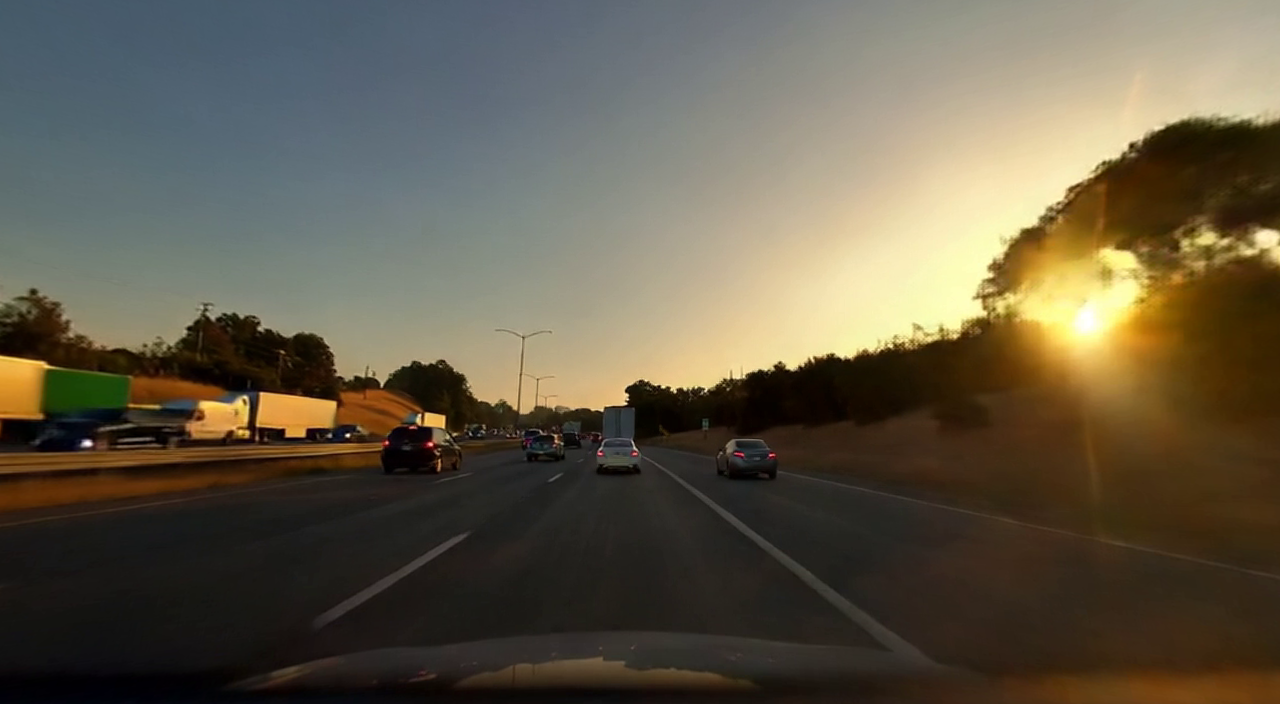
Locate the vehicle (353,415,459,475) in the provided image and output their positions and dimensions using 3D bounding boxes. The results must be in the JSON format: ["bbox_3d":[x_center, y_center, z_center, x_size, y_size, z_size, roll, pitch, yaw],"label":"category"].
[{"bbox_3d":[-8.413,3.395,23.180,2.158,1.943,4.662,0,-8,-1],"label":"vehicle"}]

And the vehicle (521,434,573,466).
[{"bbox_3d":[-4.608,4.905,31.822,2.046,1.493,4.384,0,-8,-1],"label":"vehicle"}]

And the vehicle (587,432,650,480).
[{"bbox_3d":[-0.723,3.521,21.573,1.980,1.478,3.758,0,-8,-2],"label":"vehicle"}]

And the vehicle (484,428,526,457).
[{"bbox_3d":[-9.105,6.147,42.775,1.992,1.838,4.493,0,-8,-2],"label":"vehicle"}]

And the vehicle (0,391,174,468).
[{"bbox_3d":[-15.017,2.085,16.754,1.919,1.761,4.413,0,-8,-2],"label":"vehicle"}]

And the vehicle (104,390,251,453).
[{"bbox_3d":[-19.515,3.025,26.949,2.297,2.410,5.389,0,-8,-2],"label":"vehicle"}]

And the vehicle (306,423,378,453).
[{"bbox_3d":[-15.913,4.625,33.816,1.977,1.542,4.157,0,-8,-3],"label":"vehicle"}]

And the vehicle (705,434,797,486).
[{"bbox_3d":[3.444,3.432,20.426,1.981,1.474,4.396,0,-8,-3],"label":"vehicle"}]
